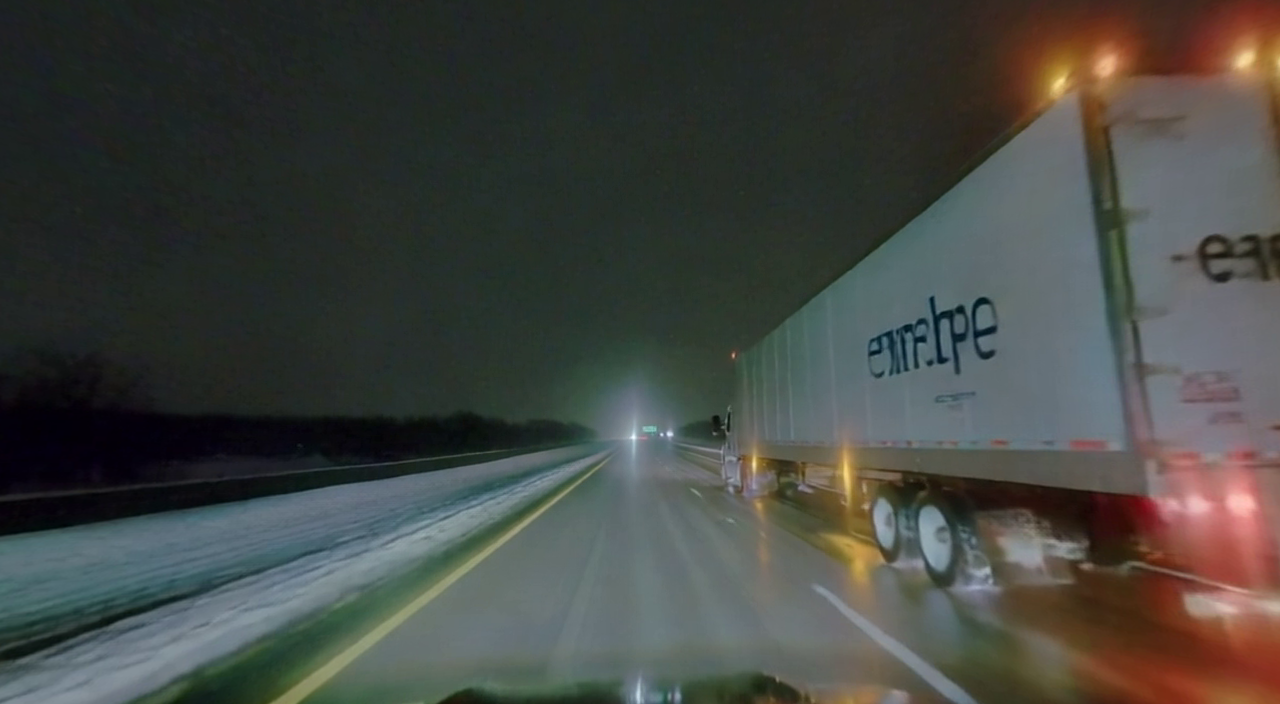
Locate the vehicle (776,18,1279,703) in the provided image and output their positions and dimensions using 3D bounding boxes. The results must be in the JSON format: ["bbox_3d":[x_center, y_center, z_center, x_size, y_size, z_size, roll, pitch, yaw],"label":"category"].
[{"bbox_3d":[3.533,0.585,6.164,2.702,3.193,7.196,0,-8,0],"label":"vehicle"}]
